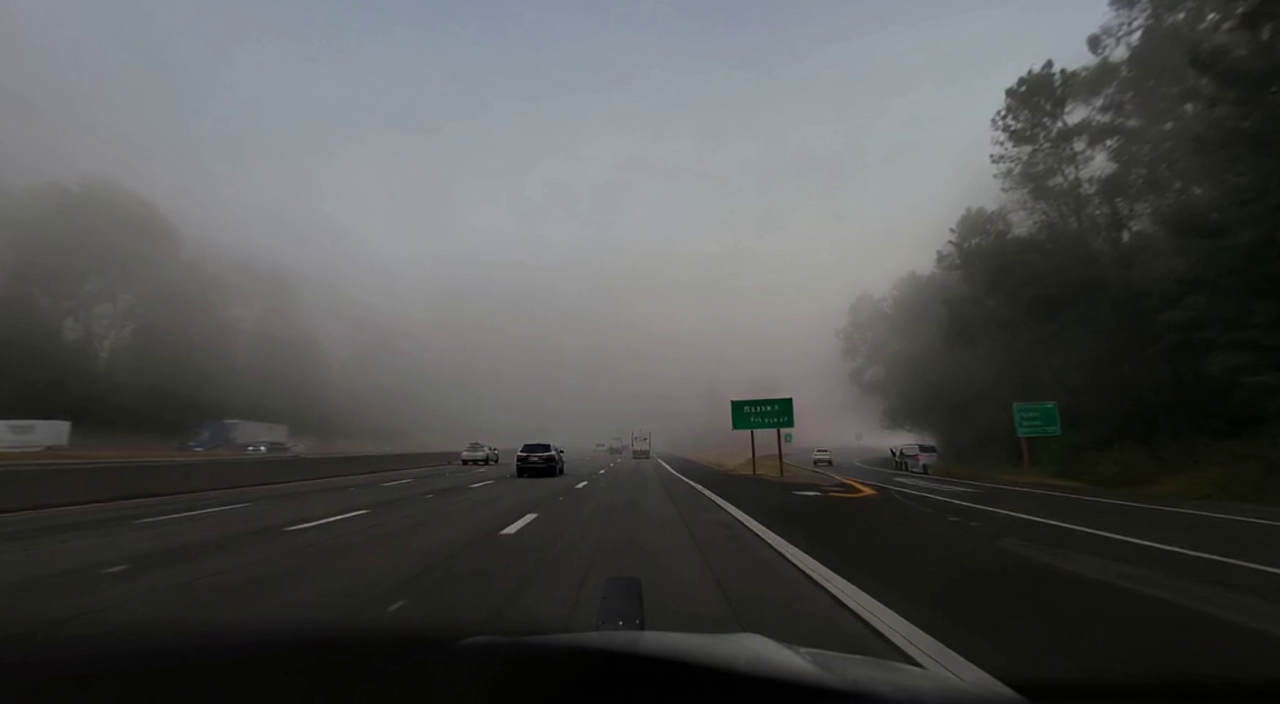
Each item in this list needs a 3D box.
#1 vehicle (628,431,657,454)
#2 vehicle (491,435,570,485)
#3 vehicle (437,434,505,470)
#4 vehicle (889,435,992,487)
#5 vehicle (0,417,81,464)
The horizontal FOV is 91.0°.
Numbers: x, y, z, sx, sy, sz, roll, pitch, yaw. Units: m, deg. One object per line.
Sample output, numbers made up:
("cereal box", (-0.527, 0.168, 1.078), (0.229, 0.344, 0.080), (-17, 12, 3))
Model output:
("vehicle", (0.210, 7.140, 49.437), (2.146, 1.687, 4.341), (0, -9, 1))
("vehicle", (-3.929, 3.973, 23.429), (2.094, 1.695, 4.260), (0, -9, 1))
("vehicle", (-10.494, 6.298, 39.811), (2.519, 2.029, 6.180), (0, -9, 1))
("vehicle", (11.706, 4.266, 24.972), (2.200, 1.827, 4.822), (-1, -9, 7))
("vehicle", (-43.781, 6.145, 43.346), (3.010, 3.066, 8.118), (0, -9, 0))
